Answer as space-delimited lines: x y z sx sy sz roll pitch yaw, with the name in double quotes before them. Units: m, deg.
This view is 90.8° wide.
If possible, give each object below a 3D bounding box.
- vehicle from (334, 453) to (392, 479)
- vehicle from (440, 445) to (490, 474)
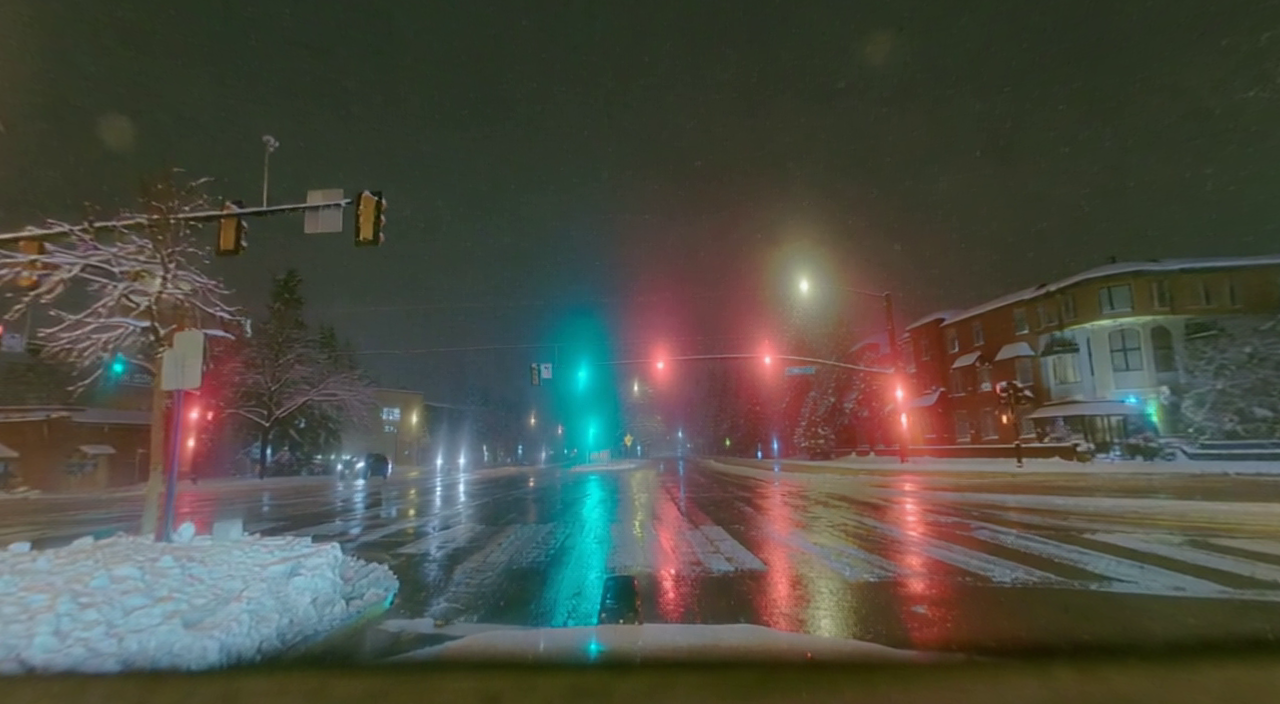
"vehicle" -18.852 7.744 43.223 1.933 1.664 4.255 0 -9 1
"vehicle" -12.170 7.476 44.234 2.151 1.847 4.634 0 -9 0
